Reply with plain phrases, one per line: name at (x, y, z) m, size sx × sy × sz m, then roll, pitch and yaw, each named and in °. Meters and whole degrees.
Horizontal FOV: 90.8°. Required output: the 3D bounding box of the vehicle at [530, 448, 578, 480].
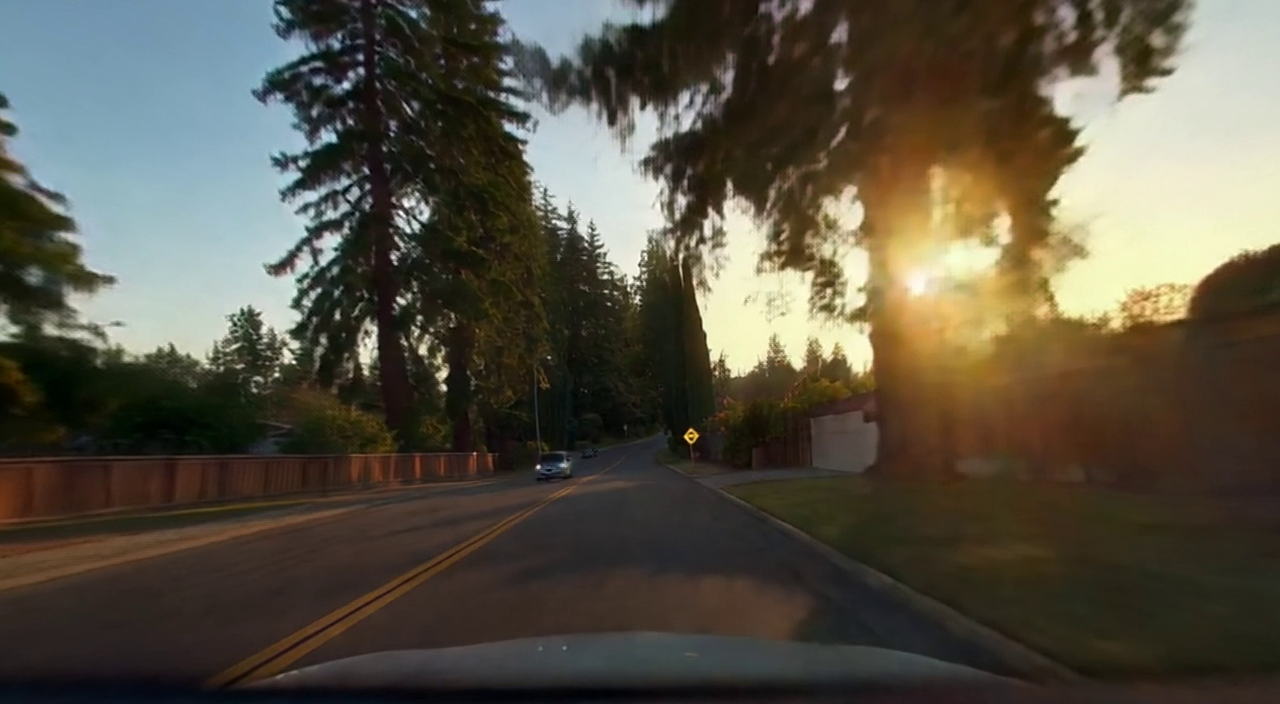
vehicle at (-4.844, 6.386, 36.354) m, size 2.087 × 1.693 × 4.343 m, roll 0°, pitch -8°, yaw 1°
